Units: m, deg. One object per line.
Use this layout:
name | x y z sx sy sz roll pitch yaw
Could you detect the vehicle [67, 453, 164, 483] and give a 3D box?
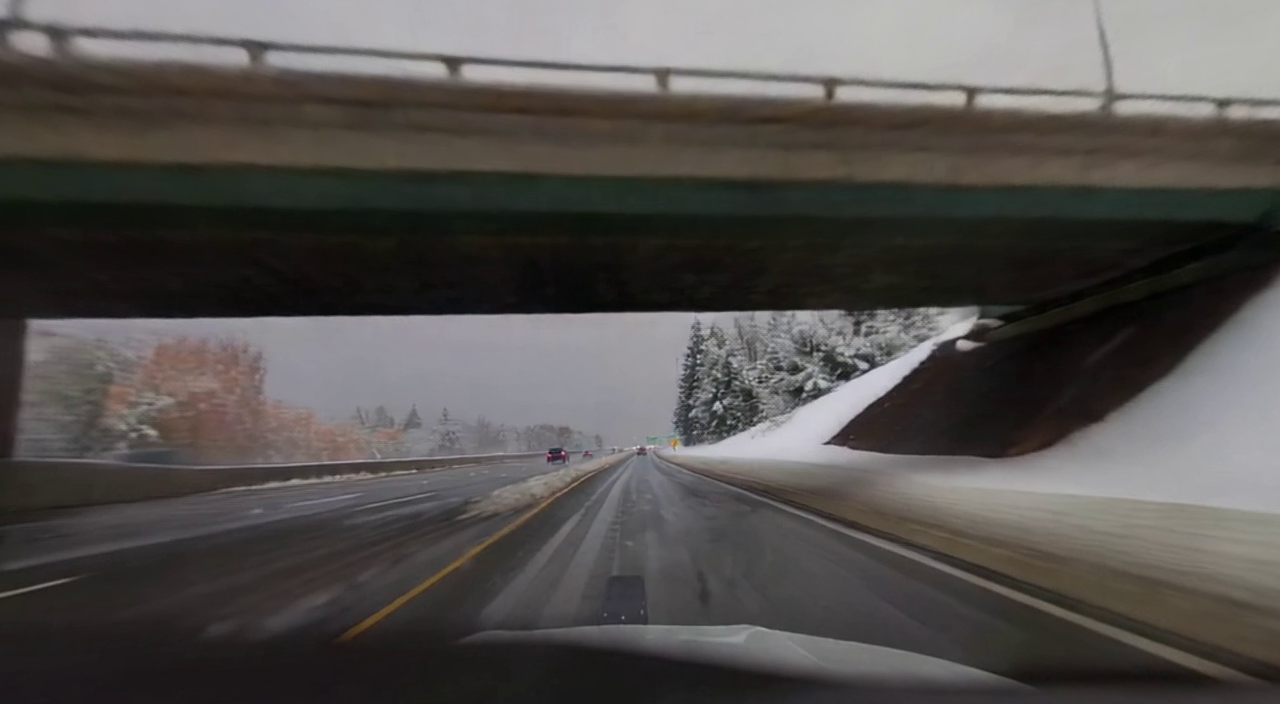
vehicle | -25.591 5.670 30.911 1.599 1.361 3.494 -1 -9 4
